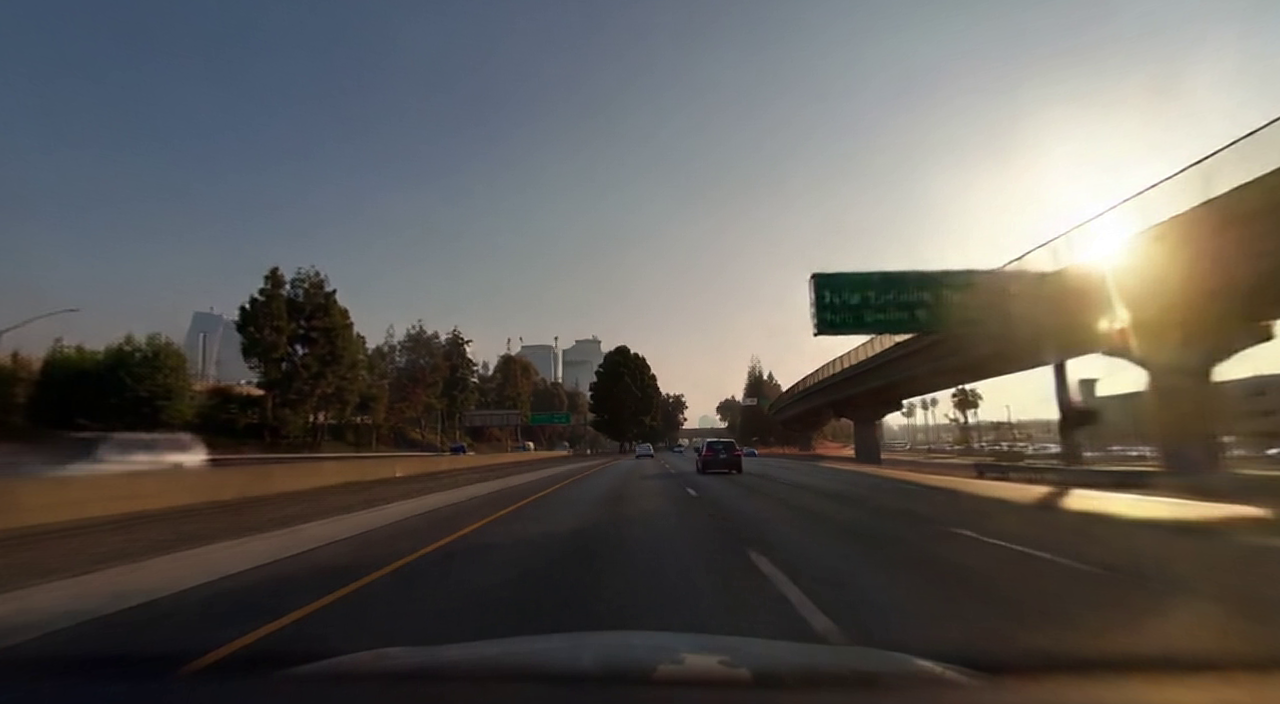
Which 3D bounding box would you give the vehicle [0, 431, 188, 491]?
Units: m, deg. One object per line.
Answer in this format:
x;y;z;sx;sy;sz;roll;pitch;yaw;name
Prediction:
-20.144;3.959;23.316;2.145;1.895;6.330;0;-9;1;vehicle

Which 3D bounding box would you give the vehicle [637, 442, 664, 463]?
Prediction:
0.838;7.734;48.709;2.046;1.475;3.784;0;-9;2;vehicle

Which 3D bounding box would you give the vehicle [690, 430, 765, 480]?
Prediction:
3.322;4.064;25.150;2.226;1.779;4.835;0;-9;-1;vehicle
